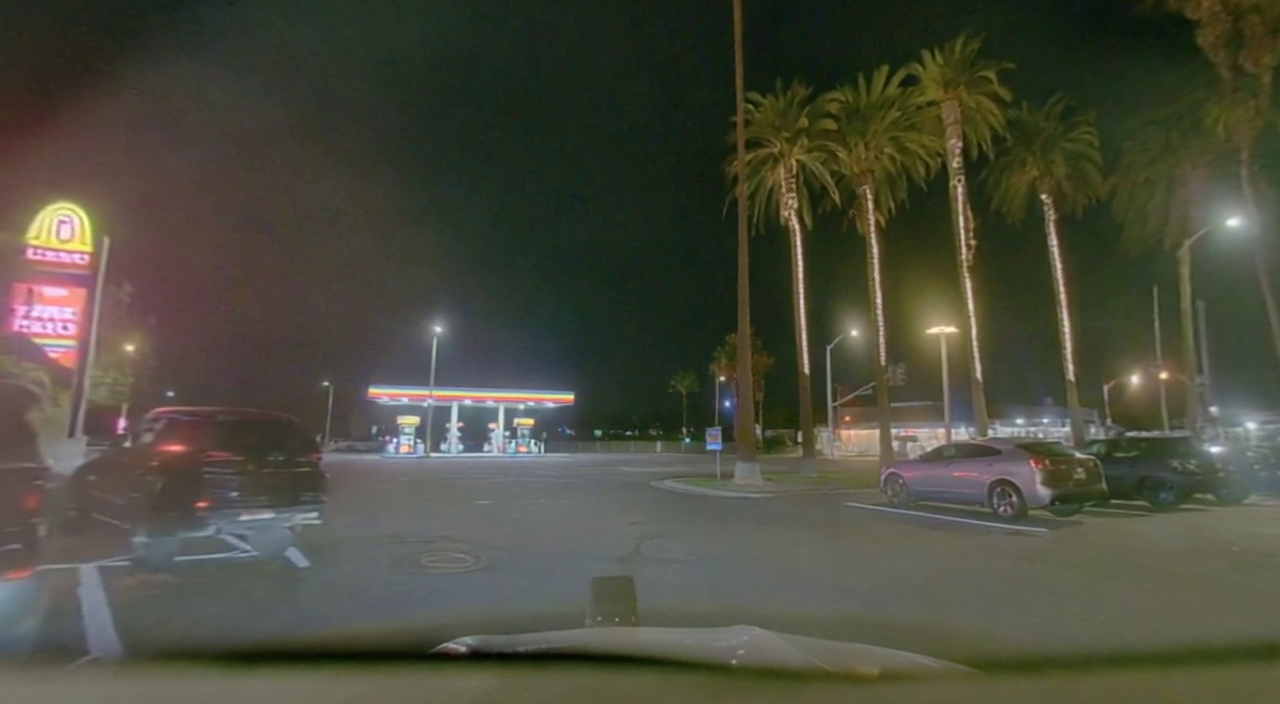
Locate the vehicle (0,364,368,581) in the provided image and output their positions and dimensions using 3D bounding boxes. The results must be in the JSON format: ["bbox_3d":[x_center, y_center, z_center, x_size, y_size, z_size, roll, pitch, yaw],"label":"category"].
[{"bbox_3d":[-6.444,1.486,8.512,5.855,1.950,2.445,-7,-11,37],"label":"vehicle"}]

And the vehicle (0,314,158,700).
[{"bbox_3d":[-6.465,1.077,4.896,6.836,2.006,2.434,-7,-11,37],"label":"vehicle"}]

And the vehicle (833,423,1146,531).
[{"bbox_3d":[5.837,2.126,11.331,1.937,1.490,4.564,3,-9,-24],"label":"vehicle"}]
